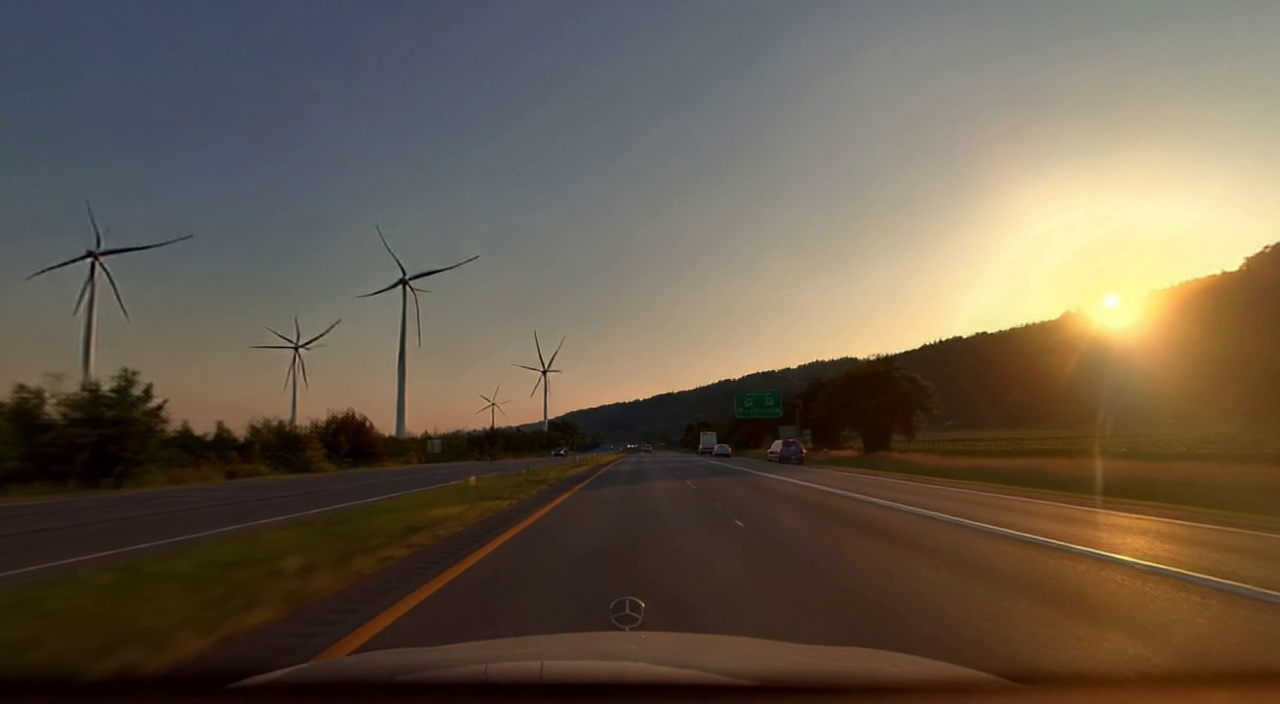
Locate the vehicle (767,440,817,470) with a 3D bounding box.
[{"bbox_3d":[9.225,6.290,38.631,1.897,1.669,4.825,0,-9,0],"label":"vehicle"}]
